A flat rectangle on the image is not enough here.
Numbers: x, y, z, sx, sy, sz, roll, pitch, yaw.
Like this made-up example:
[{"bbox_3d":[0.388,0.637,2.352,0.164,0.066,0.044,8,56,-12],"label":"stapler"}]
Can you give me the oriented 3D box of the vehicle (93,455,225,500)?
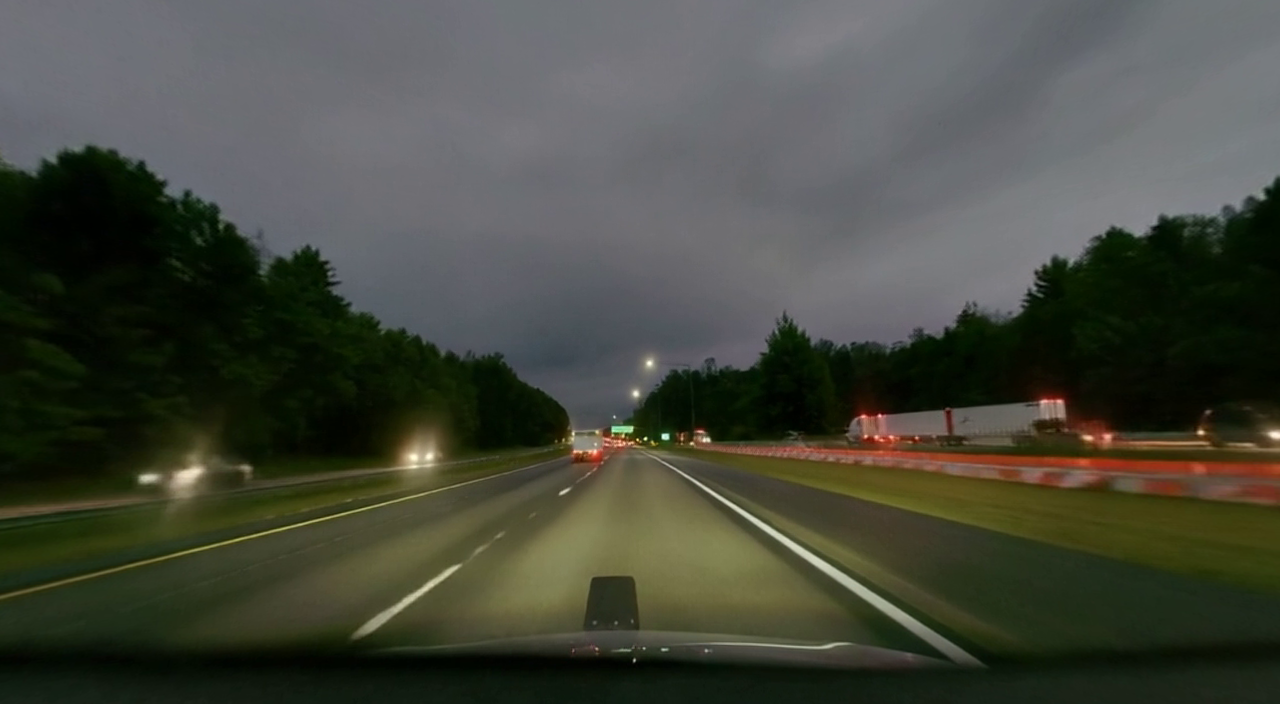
[{"bbox_3d":[-18.277,4.734,24.211,1.782,1.450,4.345,0,-8,-2],"label":"vehicle"}]
